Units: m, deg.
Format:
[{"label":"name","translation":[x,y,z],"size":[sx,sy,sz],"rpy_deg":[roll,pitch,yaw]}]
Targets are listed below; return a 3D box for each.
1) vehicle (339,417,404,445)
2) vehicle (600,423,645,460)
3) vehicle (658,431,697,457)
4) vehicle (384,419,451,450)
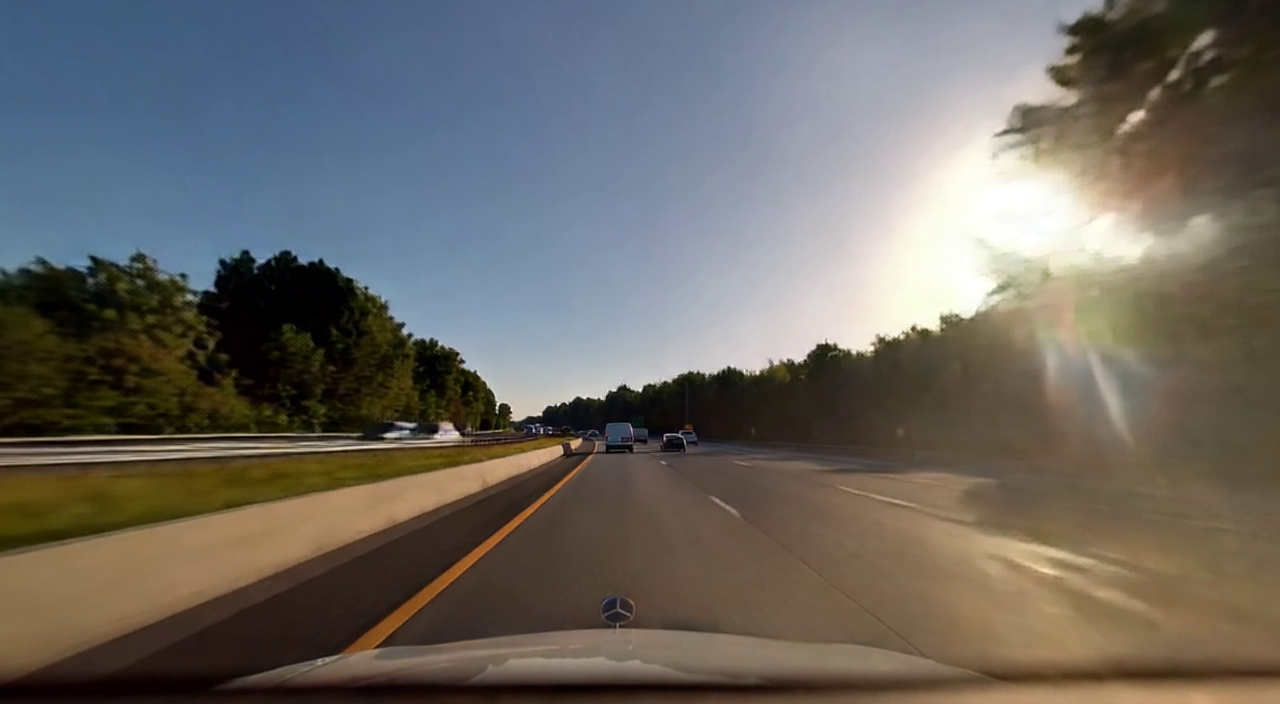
[{"label":"vehicle","translation":[-15.566,4.631,36.754],"size":[1.882,1.524,4.382],"rpy_deg":[0,-8,0]},{"label":"vehicle","translation":[-0.993,5.105,36.097],"size":[2.403,1.994,4.683],"rpy_deg":[0,-8,-2]},{"label":"vehicle","translation":[2.362,5.897,40.610],"size":[1.996,1.589,3.715],"rpy_deg":[0,-8,-4]},{"label":"vehicle","translation":[-11.435,4.295,32.665],"size":[2.066,1.473,3.837],"rpy_deg":[0,-8,-1]}]
